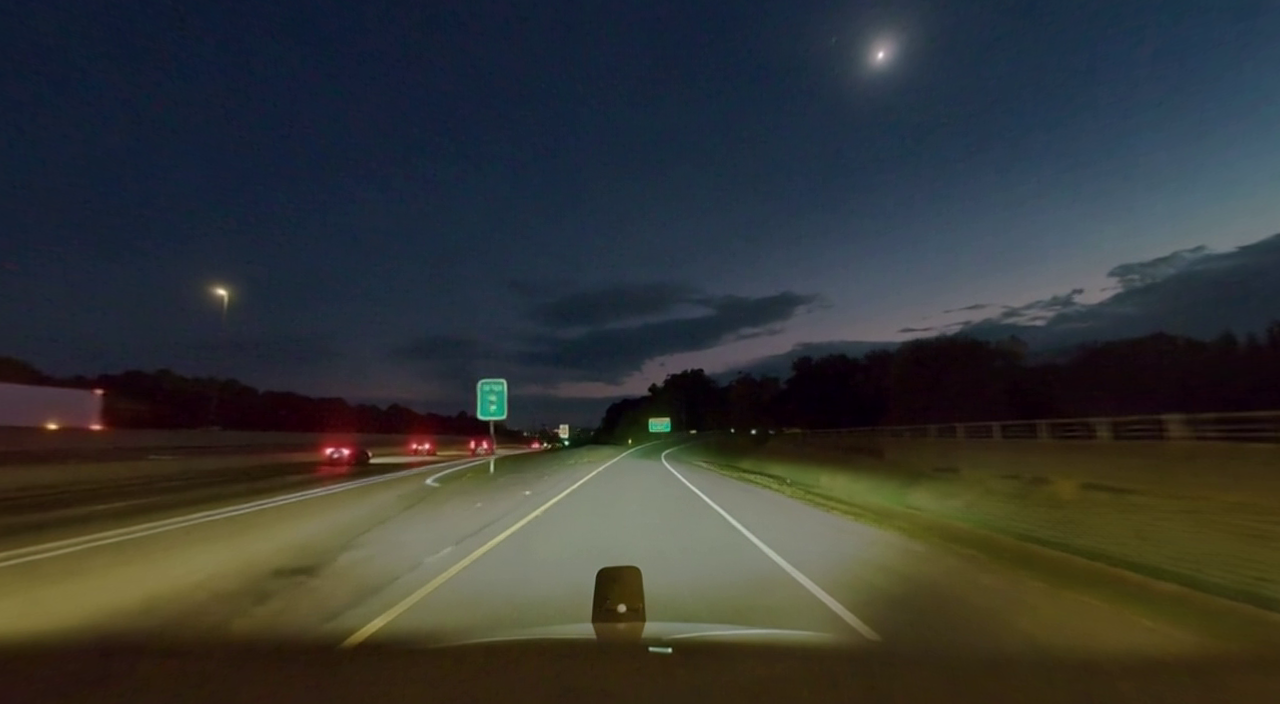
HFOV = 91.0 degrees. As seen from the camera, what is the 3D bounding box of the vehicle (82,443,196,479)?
[{"bbox_3d":[-27.406,5.947,34.752,2.220,1.806,5.471,1,-8,-6],"label":"vehicle"}]
